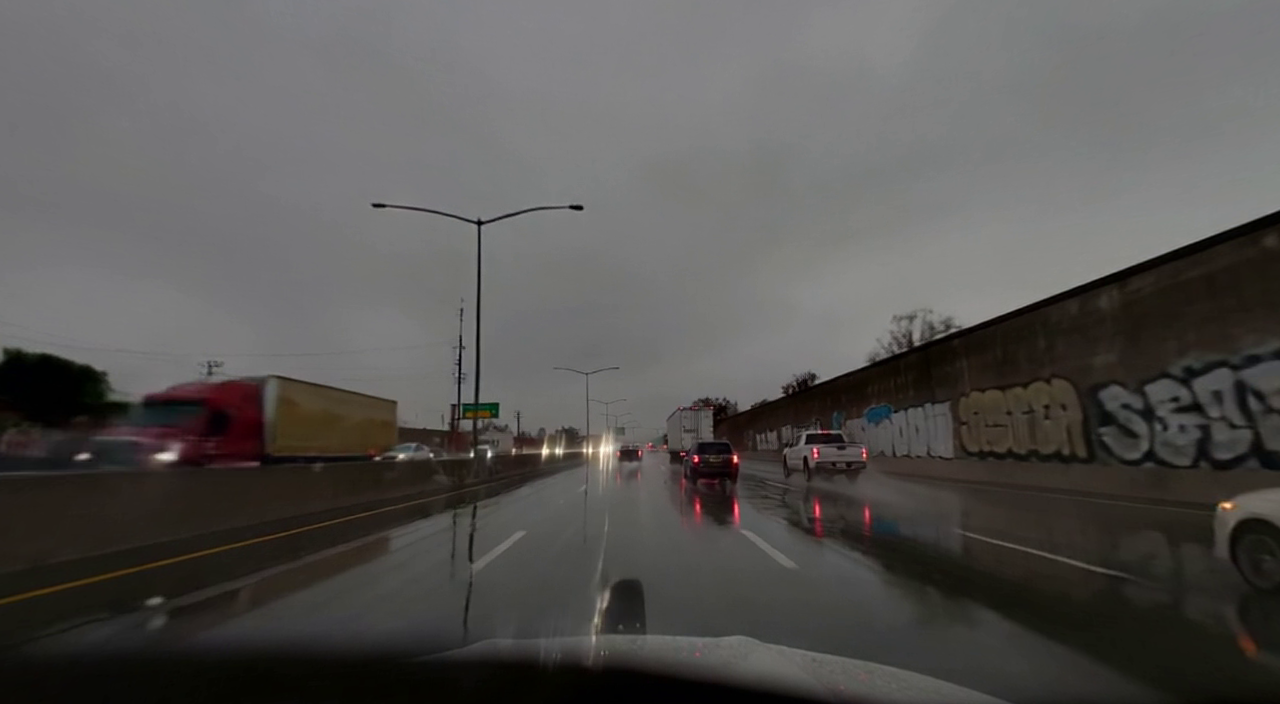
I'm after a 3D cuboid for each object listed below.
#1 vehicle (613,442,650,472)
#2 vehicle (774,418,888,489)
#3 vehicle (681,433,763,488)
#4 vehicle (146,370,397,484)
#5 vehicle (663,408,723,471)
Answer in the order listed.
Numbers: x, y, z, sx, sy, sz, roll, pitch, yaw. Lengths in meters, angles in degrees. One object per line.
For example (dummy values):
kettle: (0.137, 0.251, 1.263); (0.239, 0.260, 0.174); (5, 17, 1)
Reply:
vehicle: (-0.510, 6.144, 37.112); (2.073, 1.640, 3.990); (0, -9, -1)
vehicle: (7.147, 3.928, 24.629); (2.322, 2.360, 6.433); (0, -9, -1)
vehicle: (2.967, 4.111, 24.228); (2.249, 1.843, 5.176); (0, -9, -2)
vehicle: (-14.064, 3.303, 26.257); (3.011, 3.586, 12.393); (0, -9, 0)
vehicle: (3.422, 6.141, 43.805); (2.976, 3.806, 10.591); (0, -9, -2)
